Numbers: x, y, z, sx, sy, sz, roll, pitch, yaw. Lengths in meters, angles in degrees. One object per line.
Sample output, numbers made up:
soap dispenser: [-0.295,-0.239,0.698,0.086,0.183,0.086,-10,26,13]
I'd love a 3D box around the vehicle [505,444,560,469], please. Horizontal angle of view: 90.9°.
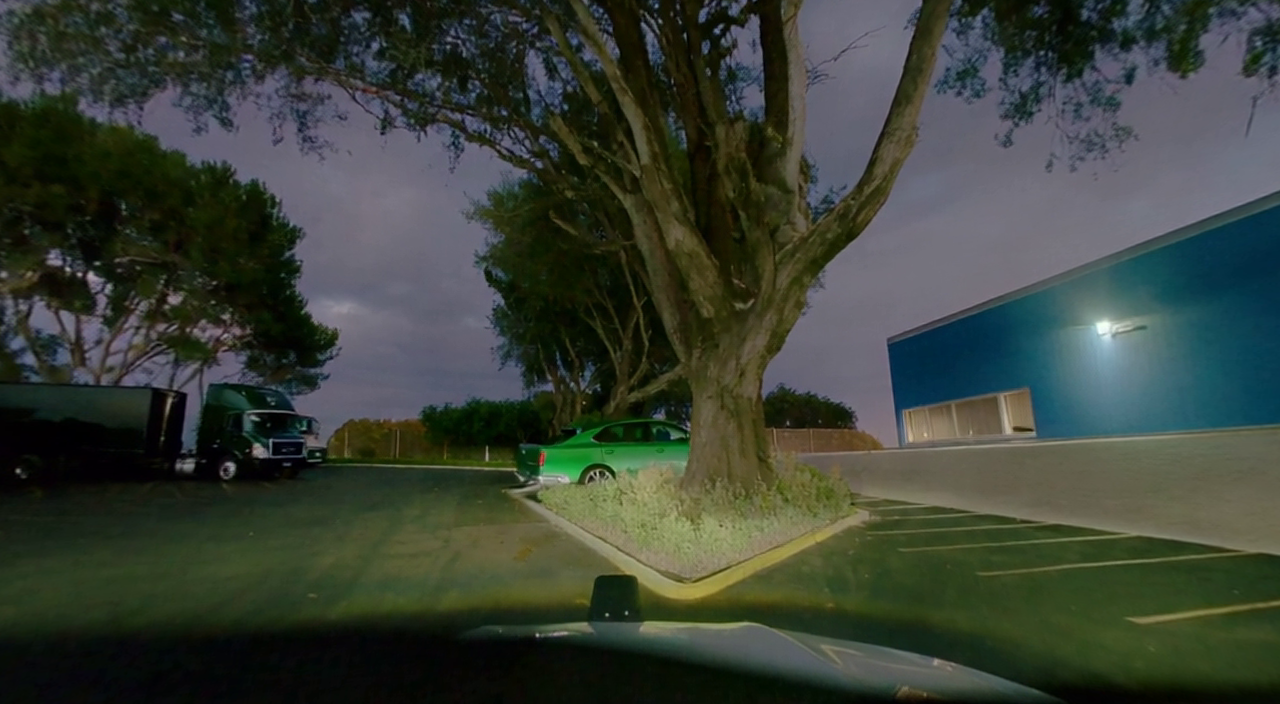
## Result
vehicle: [-6.776,6.660,40.190,1.809,1.506,3.473,-4,-10,24]

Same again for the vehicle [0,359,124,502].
vehicle: [-22.022,2.755,21.063,11.512,3.871,3.038,-5,-10,29]

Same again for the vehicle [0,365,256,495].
vehicle: [-19.779,3.088,23.905,11.906,4.069,2.948,-5,-10,28]
